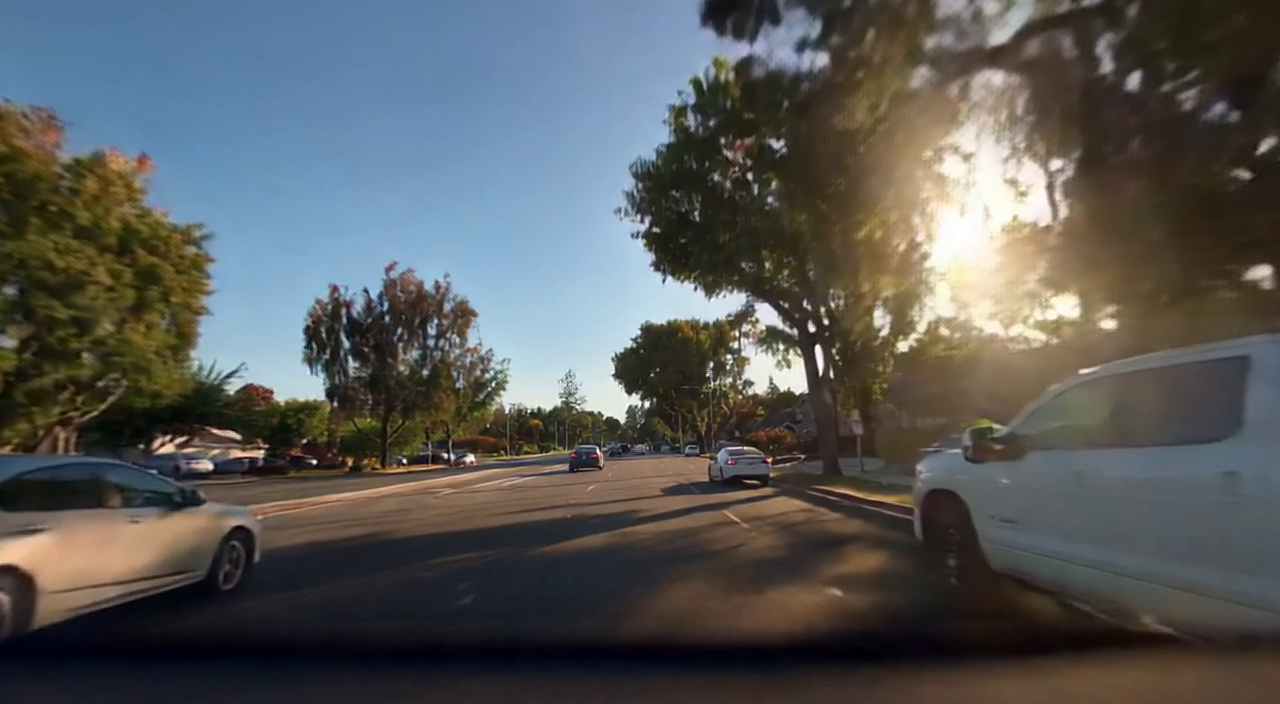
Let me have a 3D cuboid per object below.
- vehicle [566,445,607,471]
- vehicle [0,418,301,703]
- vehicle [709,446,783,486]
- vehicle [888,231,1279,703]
[{"bbox_3d":[-3.399,6.817,40.963,2.263,1.548,4.555,0,-8,0],"label":"vehicle"},{"bbox_3d":[-4.473,1.264,4.352,2.094,1.509,4.286,0,-8,-4],"label":"vehicle"},{"bbox_3d":[4.122,4.528,25.526,2.149,1.421,4.805,0,-8,0],"label":"vehicle"},{"bbox_3d":[3.422,0.682,2.611,2.478,2.030,5.723,0,-8,0],"label":"vehicle"}]
